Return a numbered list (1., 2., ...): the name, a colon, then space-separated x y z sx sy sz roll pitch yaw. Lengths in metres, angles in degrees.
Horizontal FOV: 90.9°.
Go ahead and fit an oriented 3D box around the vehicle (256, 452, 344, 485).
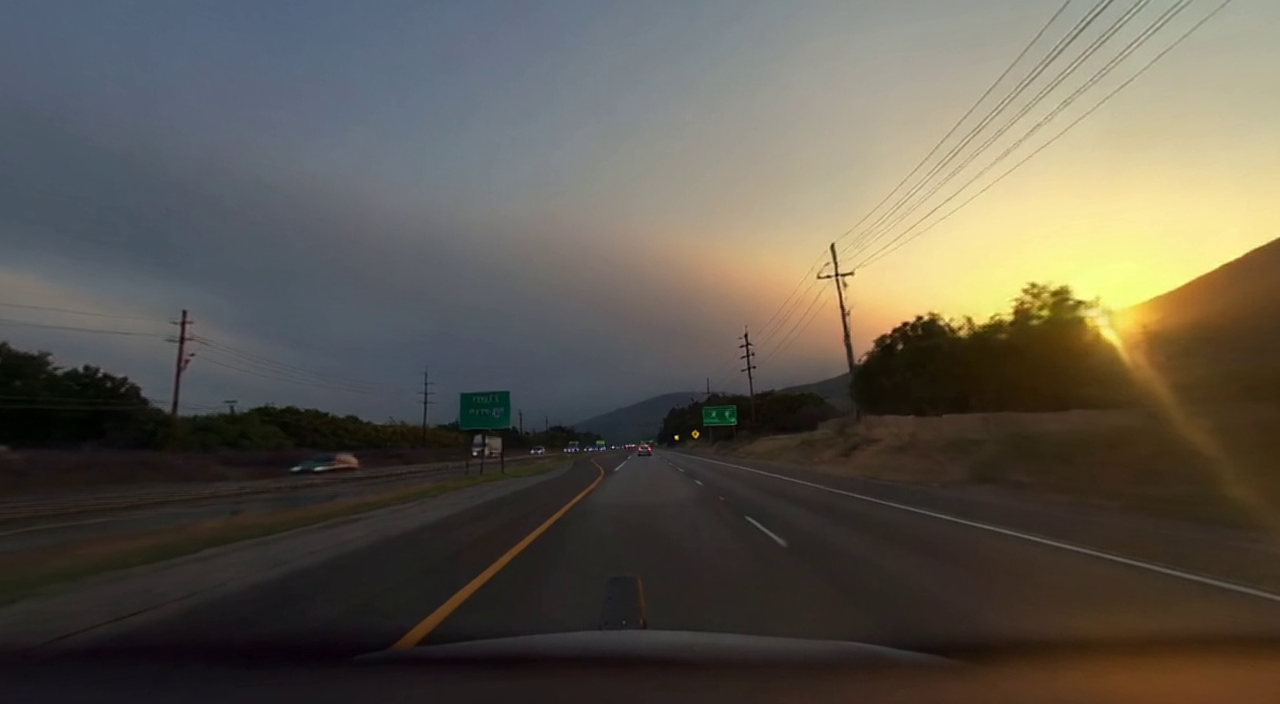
1. vehicle: -17.045 5.847 31.879 1.897 1.456 4.513 0 -8 1
